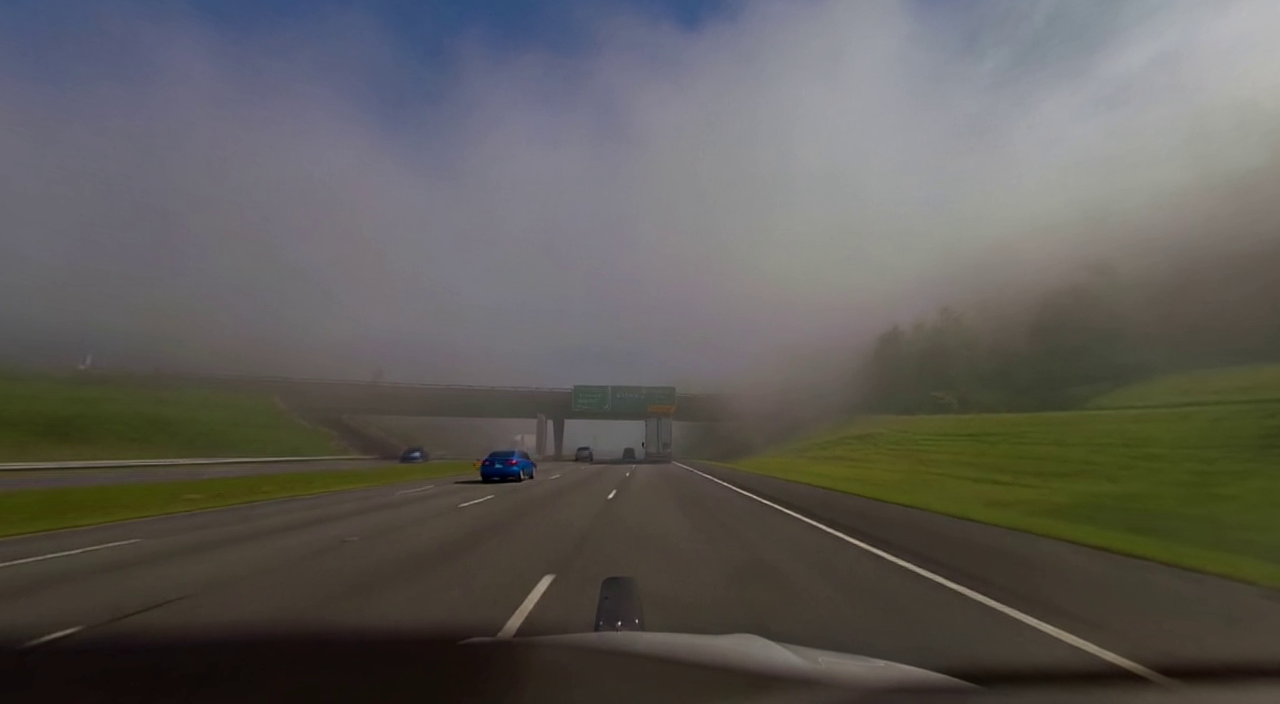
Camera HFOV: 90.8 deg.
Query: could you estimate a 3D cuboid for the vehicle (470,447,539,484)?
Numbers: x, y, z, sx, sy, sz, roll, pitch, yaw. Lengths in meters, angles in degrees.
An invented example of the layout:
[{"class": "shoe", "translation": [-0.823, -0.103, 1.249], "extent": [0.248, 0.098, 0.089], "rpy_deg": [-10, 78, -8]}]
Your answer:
[{"class": "vehicle", "translation": [-6.039, 5.096, 28.701], "extent": [2.038, 1.489, 4.603], "rpy_deg": [-1, -9, 1]}]
